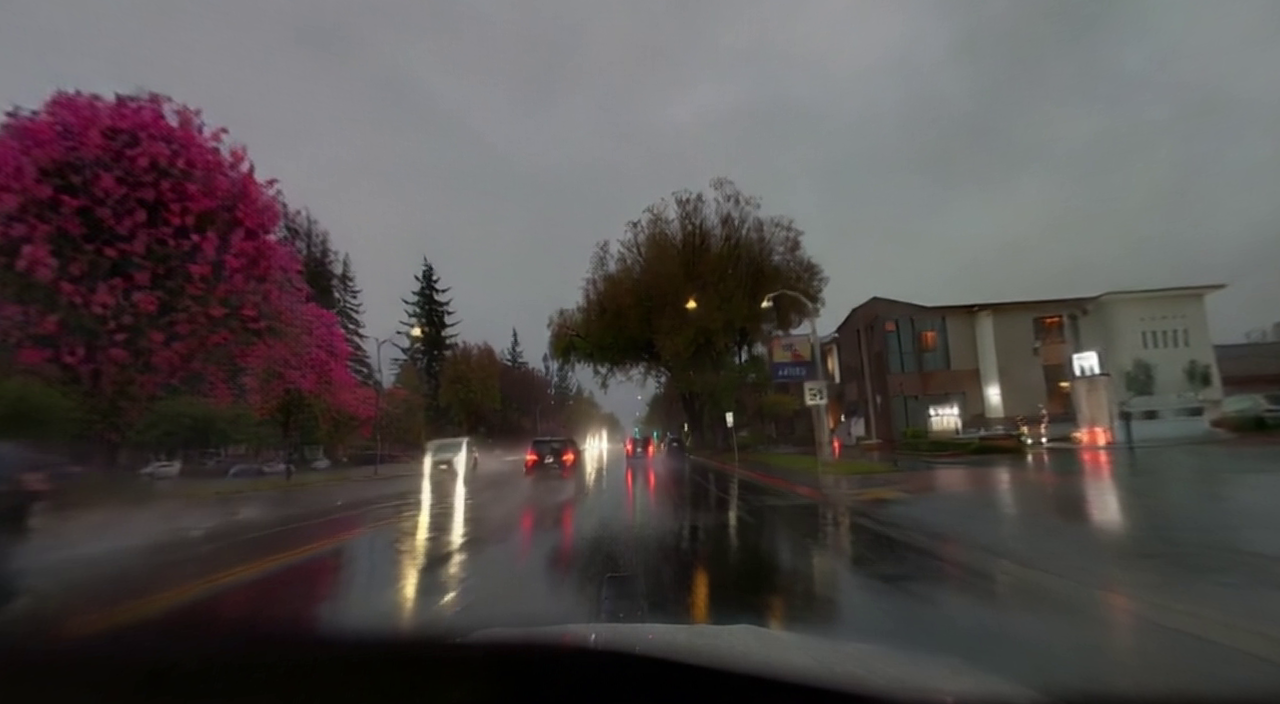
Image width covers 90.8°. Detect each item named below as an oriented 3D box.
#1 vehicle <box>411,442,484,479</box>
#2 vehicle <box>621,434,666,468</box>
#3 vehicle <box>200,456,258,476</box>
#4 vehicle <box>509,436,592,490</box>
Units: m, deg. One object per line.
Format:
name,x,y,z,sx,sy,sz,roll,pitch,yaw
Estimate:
vehicle,-9.922,5.632,33.055,2.147,1.741,5.166,0,-8,0
vehicle,0.113,5.535,35.500,2.376,1.801,4.317,0,-8,-1
vehicle,-31.504,8.736,48.504,3.340,1.400,1.578,-1,-8,-1
vehicle,-2.912,3.710,21.520,2.167,1.634,4.220,0,-8,0
